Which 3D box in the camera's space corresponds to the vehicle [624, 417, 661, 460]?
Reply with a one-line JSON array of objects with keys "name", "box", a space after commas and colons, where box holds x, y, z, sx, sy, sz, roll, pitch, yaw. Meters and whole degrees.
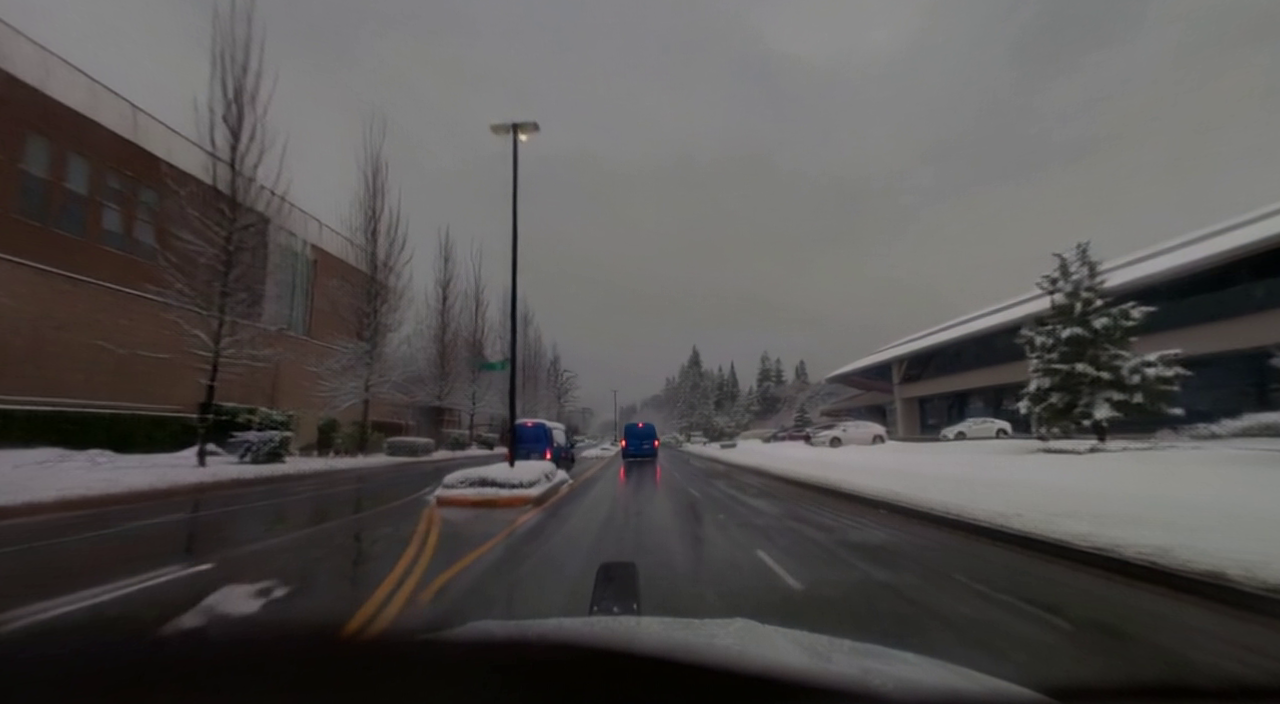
[{"name": "vehicle", "box": [0.108, 5.998, 43.759, 2.435, 2.816, 5.232, 0, -8, -1]}]

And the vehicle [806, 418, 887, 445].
[{"name": "vehicle", "box": [12.434, 4.822, 38.136, 4.184, 1.578, 1.976, 1, -8, -3]}]

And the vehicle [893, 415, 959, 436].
[{"name": "vehicle", "box": [22.579, 5.809, 49.857, 4.287, 1.575, 1.931, 1, -8, 1]}]
